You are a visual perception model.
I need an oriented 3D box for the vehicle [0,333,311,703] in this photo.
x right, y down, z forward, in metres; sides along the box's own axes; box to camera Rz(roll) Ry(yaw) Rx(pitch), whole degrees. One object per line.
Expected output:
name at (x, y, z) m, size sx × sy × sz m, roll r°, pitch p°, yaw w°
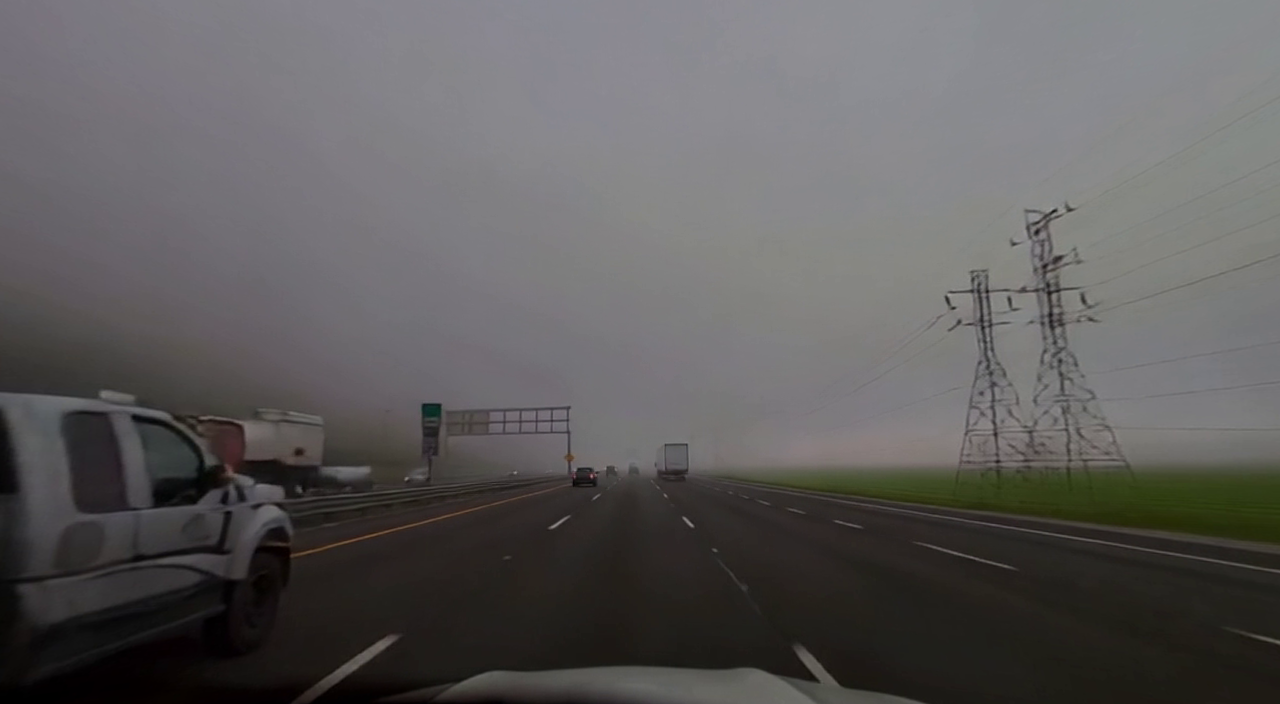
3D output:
vehicle at (-3.314, 0.764, 2.060) m, size 2.065 × 1.722 × 4.441 m, roll 1°, pitch -11°, yaw -1°

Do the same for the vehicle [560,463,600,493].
vehicle at (-3.478, 7.434, 37.354) m, size 1.942 × 1.597 × 3.943 m, roll 1°, pitch -11°, yaw 0°
